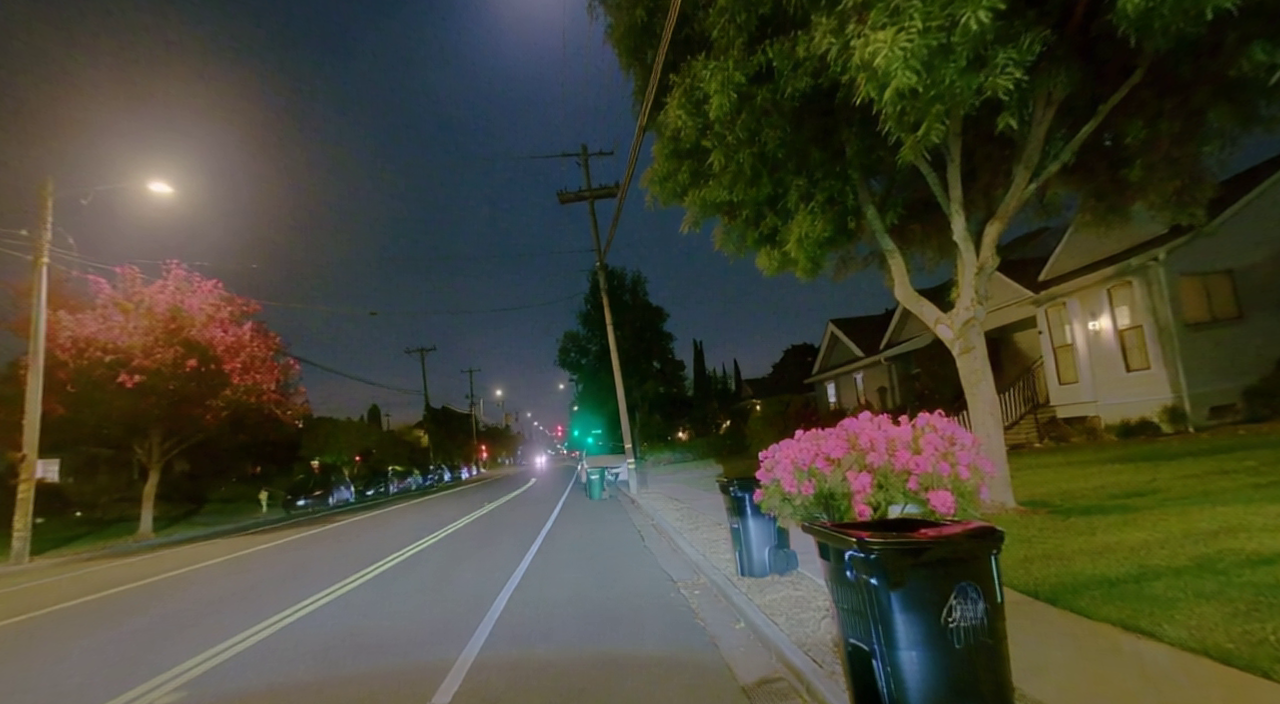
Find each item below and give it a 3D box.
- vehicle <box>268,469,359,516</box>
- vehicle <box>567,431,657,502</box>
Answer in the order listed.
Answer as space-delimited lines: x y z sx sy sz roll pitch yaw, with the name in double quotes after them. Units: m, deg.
-13.775 5.914 26.990 1.982 1.660 4.142 1 -8 -6 "vehicle"
-0.828 3.076 17.388 2.190 1.708 4.115 0 -8 -4 "vehicle"
